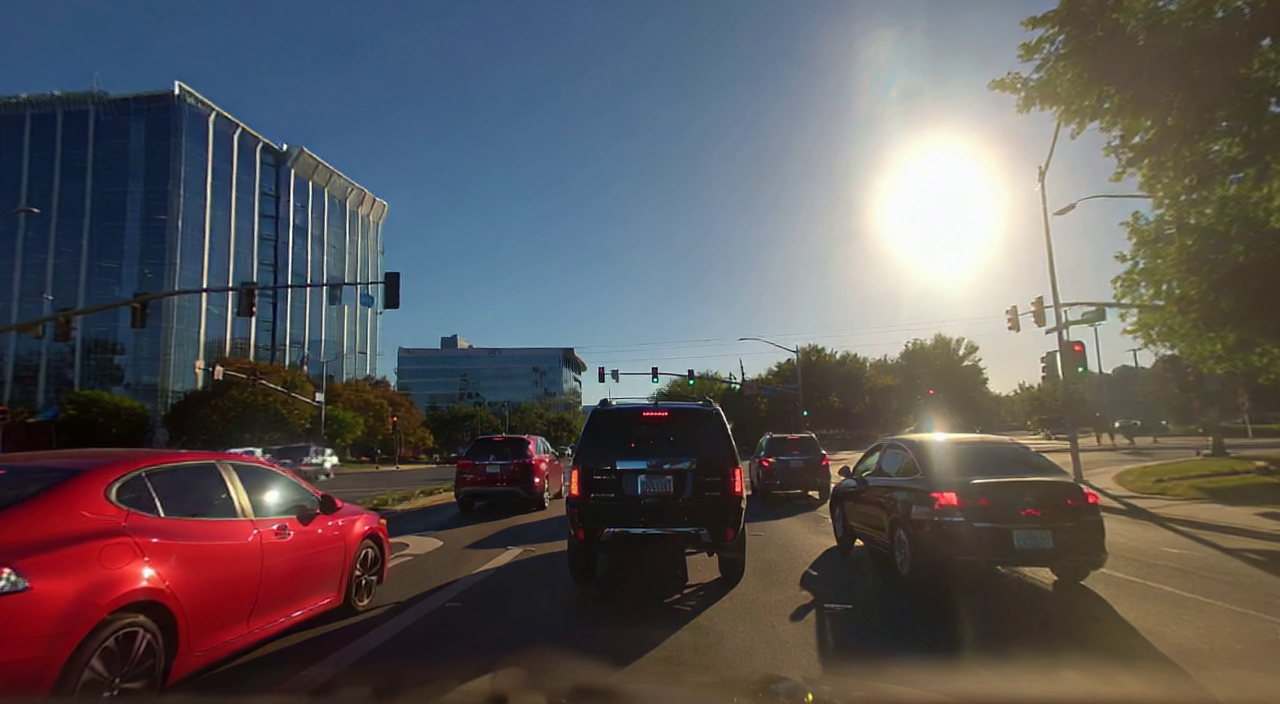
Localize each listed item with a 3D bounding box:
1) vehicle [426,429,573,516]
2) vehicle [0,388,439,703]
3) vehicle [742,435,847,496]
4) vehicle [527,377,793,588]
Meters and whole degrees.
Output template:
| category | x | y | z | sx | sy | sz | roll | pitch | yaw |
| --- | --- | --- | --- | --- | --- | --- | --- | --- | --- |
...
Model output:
| category | x | y | z | sx | sy | sz | roll | pitch | yaw |
| --- | --- | --- | --- | --- | --- | --- | --- | --- | --- |
| vehicle | -2.685 | 2.397 | 13.096 | 1.851 | 1.502 | 4.042 | 0 | -8 | 4 |
| vehicle | -3.215 | 1.201 | 4.434 | 1.958 | 1.494 | 4.624 | 0 | -8 | 2 |
| vehicle | 4.118 | 3.081 | 17.510 | 1.979 | 1.453 | 4.011 | 0 | -8 | 1 |
| vehicle | 0.216 | 1.446 | 7.733 | 2.300 | 1.832 | 4.331 | 0 | -8 | 1 |
